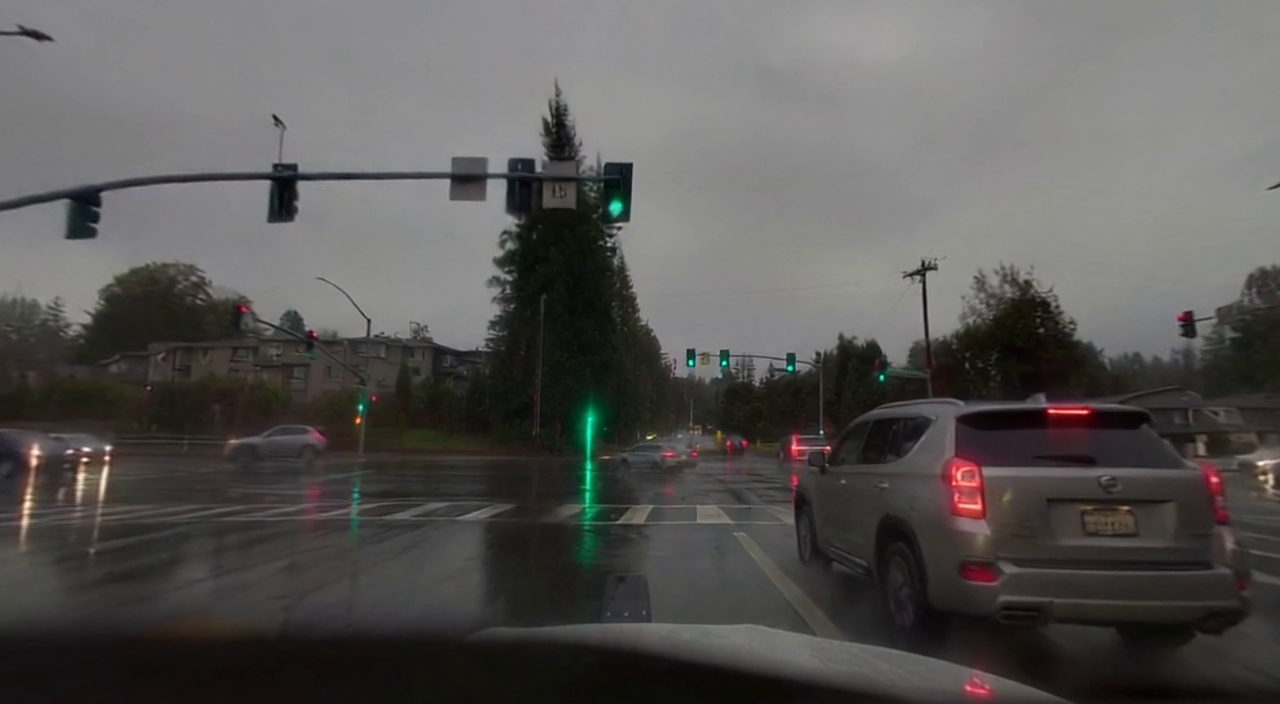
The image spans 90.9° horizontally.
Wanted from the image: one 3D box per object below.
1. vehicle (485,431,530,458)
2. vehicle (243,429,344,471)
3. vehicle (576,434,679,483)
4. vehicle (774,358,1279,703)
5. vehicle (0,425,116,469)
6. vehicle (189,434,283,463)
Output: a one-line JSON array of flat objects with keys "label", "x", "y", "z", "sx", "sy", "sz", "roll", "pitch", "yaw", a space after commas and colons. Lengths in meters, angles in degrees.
[{"label": "vehicle", "x": -9.981, "y": 7.057, "z": 47.963, "sx": 2.190, "sy": 1.978, "sz": 4.575, "roll": 0, "pitch": -8, "yaw": 3}, {"label": "vehicle", "x": -15.336, "y": 4.321, "z": 27.872, "sx": 4.020, "sy": 1.705, "sz": 2.099, "roll": -5, "pitch": -10, "yaw": 32}, {"label": "vehicle", "x": -0.549, "y": 3.657, "z": 21.925, "sx": 2.009, "sy": 1.480, "sz": 4.423, "roll": 4, "pitch": -9, "yaw": -24}, {"label": "vehicle", "x": 2.724, "y": 1.235, "z": 5.292, "sx": 2.115, "sy": 1.737, "sz": 4.642, "roll": 0, "pitch": -8, "yaw": -1}, {"label": "vehicle", "x": -26.641, "y": 4.245, "z": 28.255, "sx": 4.365, "sy": 1.629, "sz": 2.004, "roll": 4, "pitch": -8, "yaw": 1}, {"label": "vehicle", "x": -22.287, "y": 5.373, "z": 34.882, "sx": 3.979, "sy": 1.457, "sz": 1.795, "roll": 0, "pitch": -10, "yaw": 6}]
